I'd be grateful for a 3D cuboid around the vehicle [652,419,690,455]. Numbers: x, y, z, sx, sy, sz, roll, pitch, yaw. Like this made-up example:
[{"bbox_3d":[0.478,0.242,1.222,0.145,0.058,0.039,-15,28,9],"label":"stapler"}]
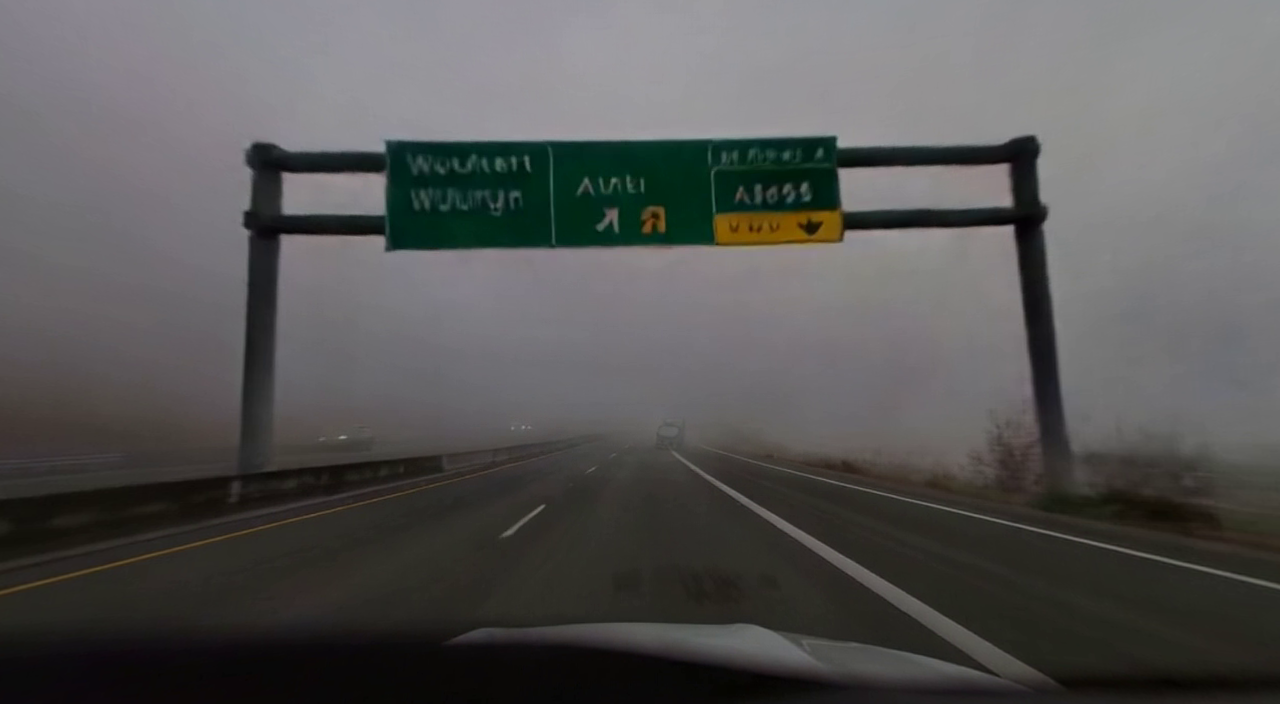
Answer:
[{"bbox_3d":[2.077,5.845,43.471,2.450,2.314,4.753,0,-8,2],"label":"vehicle"}]
